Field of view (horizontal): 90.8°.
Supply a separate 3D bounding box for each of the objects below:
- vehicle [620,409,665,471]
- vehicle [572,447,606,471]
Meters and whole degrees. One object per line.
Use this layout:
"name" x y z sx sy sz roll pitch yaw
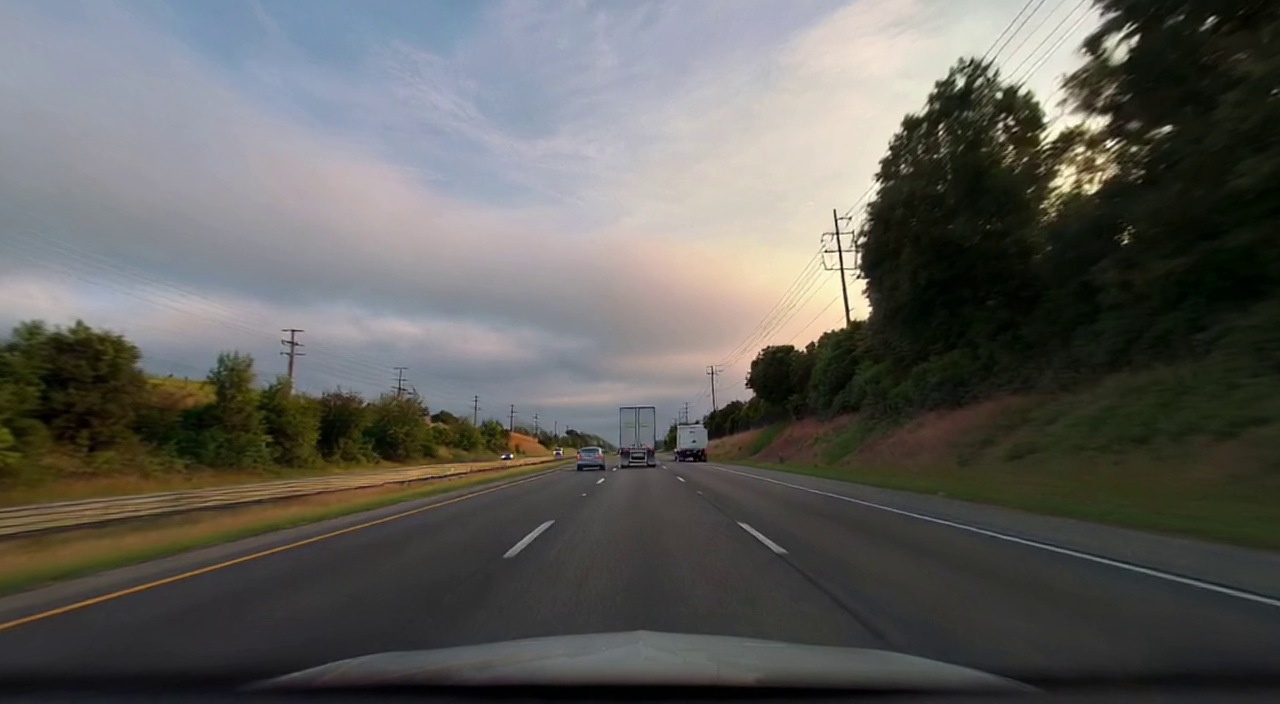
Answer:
"vehicle" 0.112 6.876 48.357 2.997 4.076 13.224 0 -9 0
"vehicle" -3.517 7.449 44.052 2.024 1.582 4.032 0 -9 0
